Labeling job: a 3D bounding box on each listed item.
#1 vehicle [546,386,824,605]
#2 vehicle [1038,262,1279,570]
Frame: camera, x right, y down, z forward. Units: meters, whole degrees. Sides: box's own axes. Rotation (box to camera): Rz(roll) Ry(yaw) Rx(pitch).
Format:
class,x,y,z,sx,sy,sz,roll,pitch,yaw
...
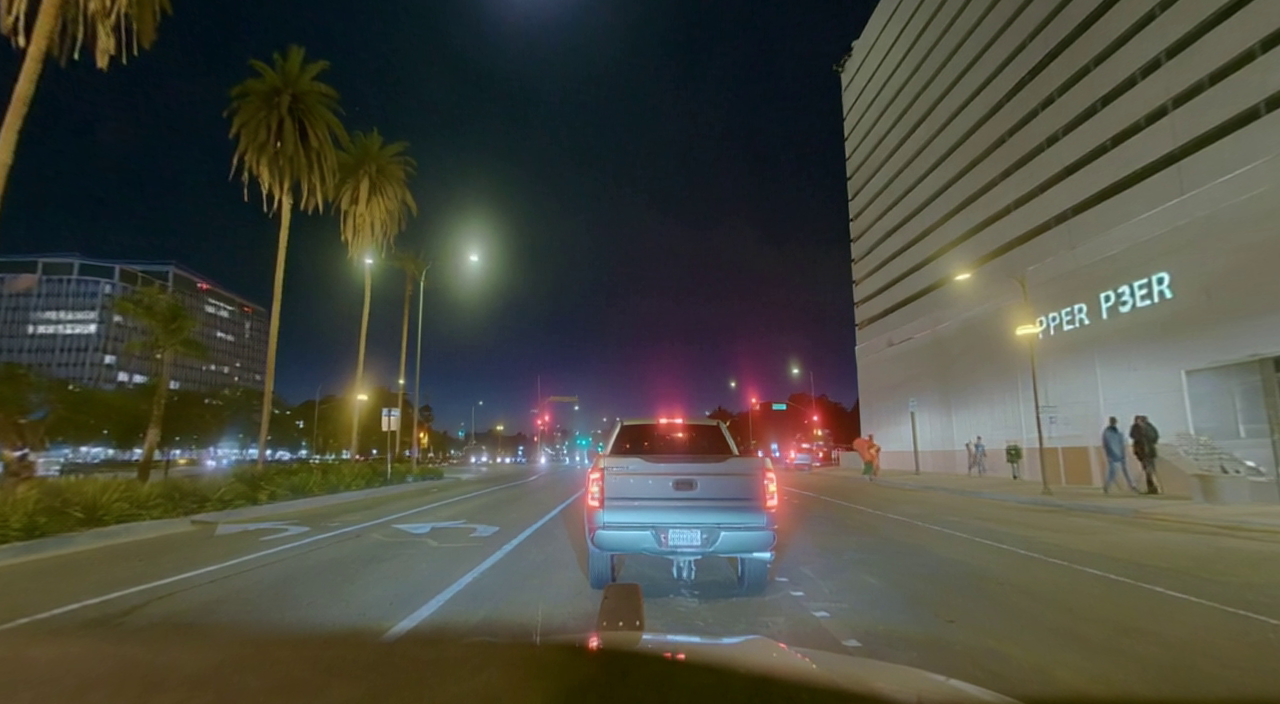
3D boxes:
class,x,y,z,sx,sy,sz,roll,pitch,yaw
vehicle,0.407,1.589,7.992,2.311,1.819,5.255,0,-8,1
vehicle,7.894,0.893,8.600,2.666,3.345,3.622,-1,-9,7
